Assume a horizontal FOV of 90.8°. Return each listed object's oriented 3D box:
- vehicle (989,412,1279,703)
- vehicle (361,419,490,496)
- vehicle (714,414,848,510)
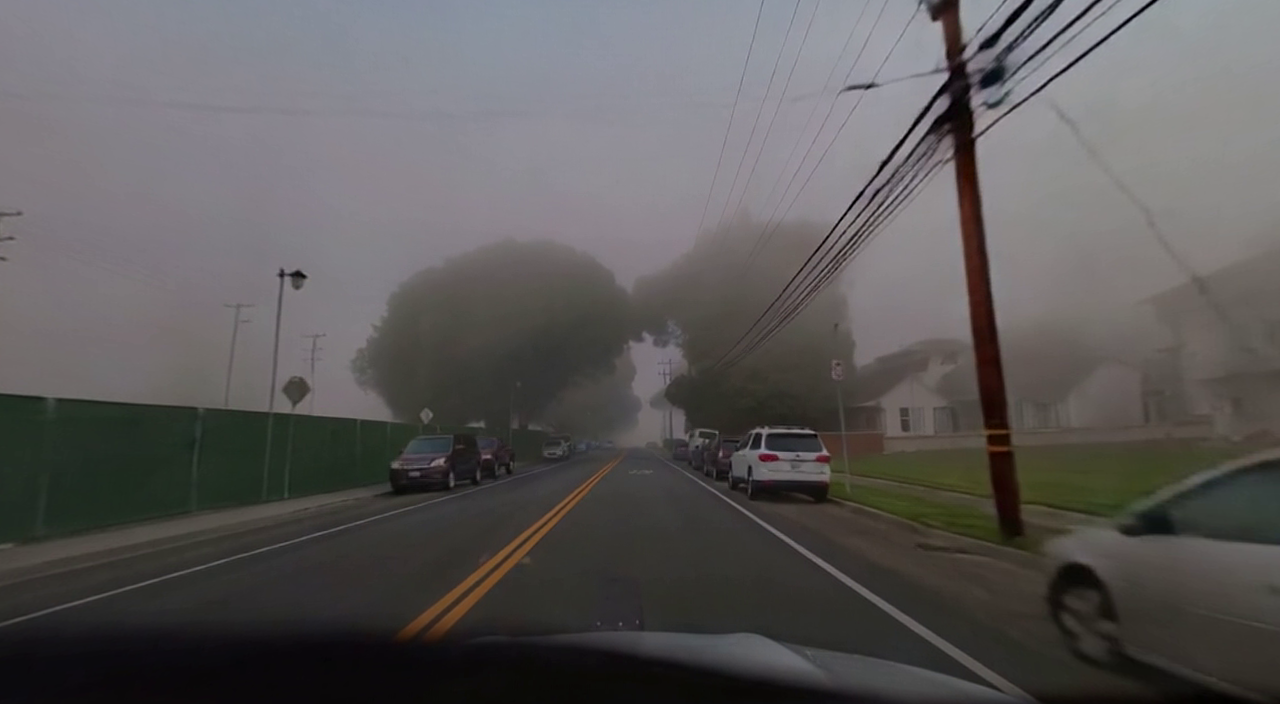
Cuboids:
[{"bbox_3d":[3.559,0.948,2.244,1.862,1.492,4.800,0,-9,0],"label":"vehicle"},{"bbox_3d":[-6.663,3.349,20.415,2.268,2.154,5.321,0,-8,0],"label":"vehicle"},{"bbox_3d":[3.312,2.736,16.167,2.053,2.005,5.495,0,-8,-1],"label":"vehicle"}]
